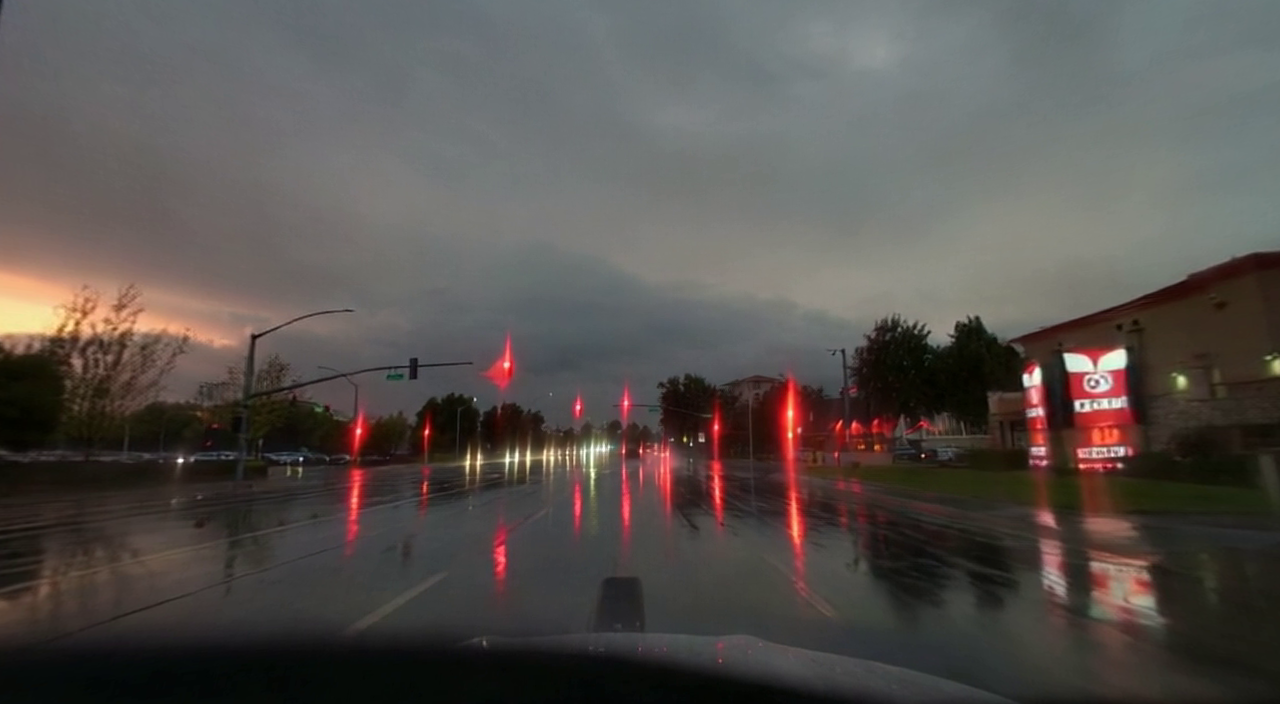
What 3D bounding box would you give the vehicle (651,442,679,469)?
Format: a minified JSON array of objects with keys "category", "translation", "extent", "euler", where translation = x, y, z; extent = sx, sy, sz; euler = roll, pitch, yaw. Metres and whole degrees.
[{"category":"vehicle","translation":[1.946,8.059,49.479],"extent":[2.096,1.961,4.259],"euler":[0,-9,2]}]
